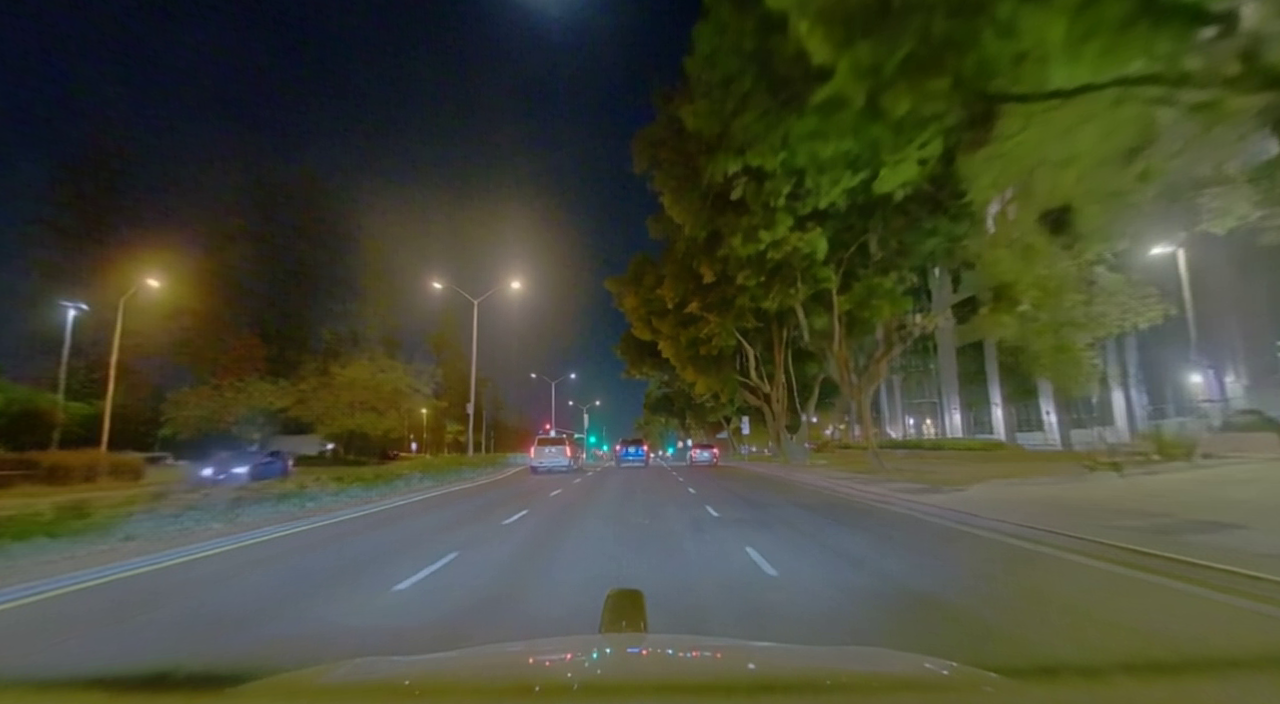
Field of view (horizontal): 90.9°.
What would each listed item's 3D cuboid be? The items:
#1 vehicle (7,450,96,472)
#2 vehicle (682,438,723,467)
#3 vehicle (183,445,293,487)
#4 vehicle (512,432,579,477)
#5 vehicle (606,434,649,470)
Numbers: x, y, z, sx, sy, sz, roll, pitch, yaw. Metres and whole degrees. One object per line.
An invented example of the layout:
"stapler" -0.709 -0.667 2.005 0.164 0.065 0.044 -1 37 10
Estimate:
"vehicle" -42.453 7.860 45.618 1.749 1.468 4.559 -1 -9 6
"vehicle" 3.545 5.737 36.192 1.847 1.554 4.052 0 -9 -1
"vehicle" -19.641 5.551 31.152 2.128 1.841 5.012 0 -9 0
"vehicle" -3.844 4.274 26.399 2.047 1.710 4.314 0 -9 1
"vehicle" -0.565 5.031 31.831 2.022 1.700 4.084 0 -9 0
